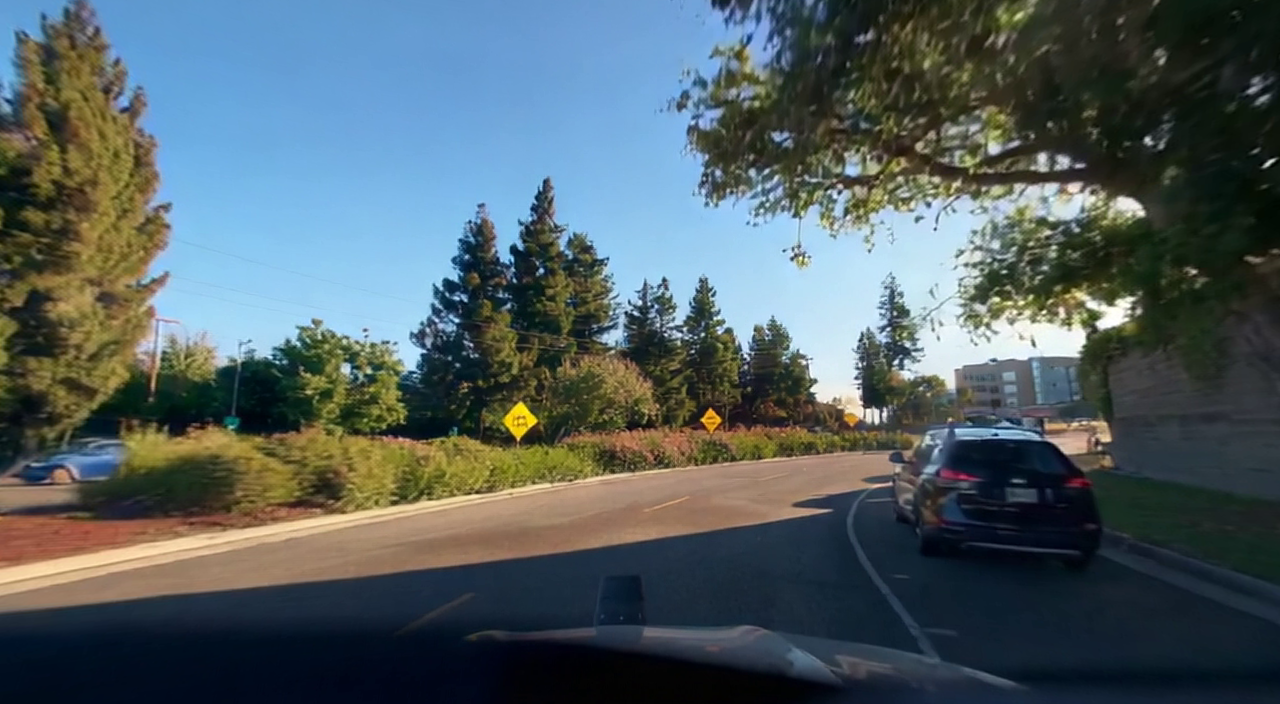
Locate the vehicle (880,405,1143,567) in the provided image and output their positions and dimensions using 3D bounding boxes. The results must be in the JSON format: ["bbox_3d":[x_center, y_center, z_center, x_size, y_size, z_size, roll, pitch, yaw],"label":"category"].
[{"bbox_3d":[4.781,1.744,9.135,2.195,1.605,5.134,-3,-9,19],"label":"vehicle"}]

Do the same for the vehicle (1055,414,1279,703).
[{"bbox_3d":[3.462,0.856,1.822,1.877,1.416,4.604,-1,-8,7],"label":"vehicle"}]
